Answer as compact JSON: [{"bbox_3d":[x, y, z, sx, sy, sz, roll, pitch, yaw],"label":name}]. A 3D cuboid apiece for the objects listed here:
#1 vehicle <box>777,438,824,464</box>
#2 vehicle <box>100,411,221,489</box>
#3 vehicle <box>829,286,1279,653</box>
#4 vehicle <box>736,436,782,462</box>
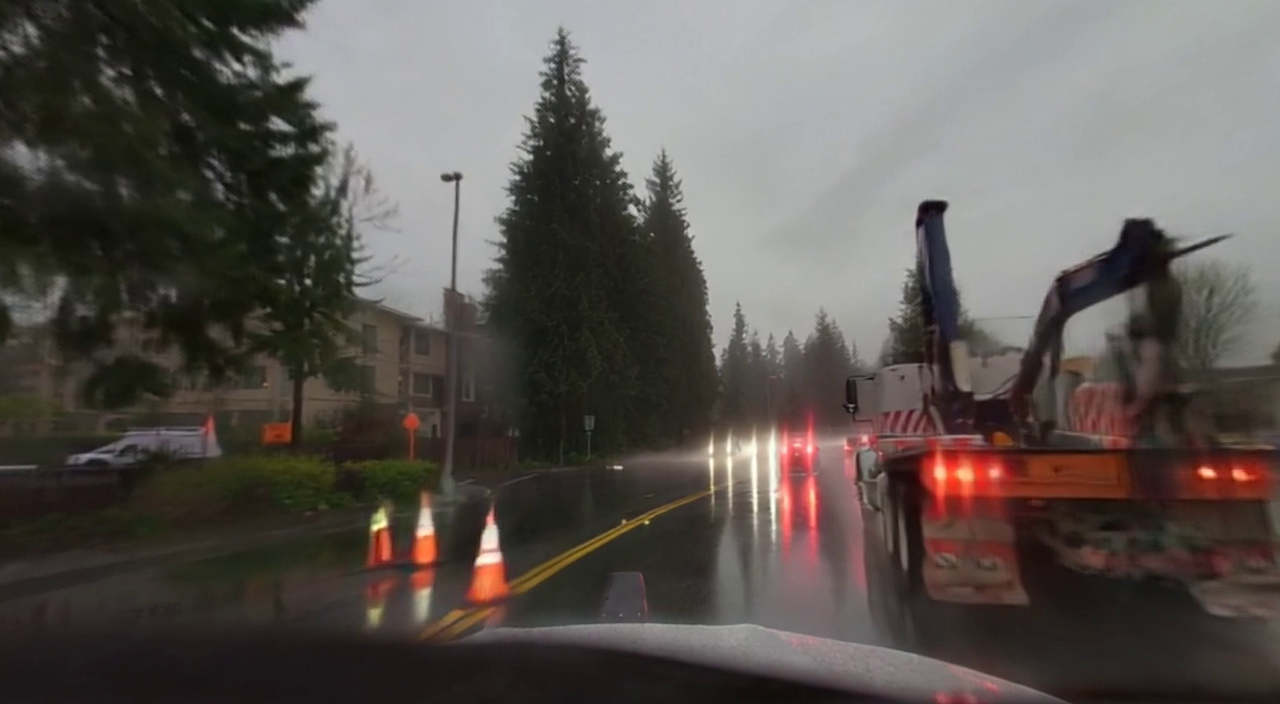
[{"bbox_3d":[10.393,6.463,41.265,1.716,1.583,3.770,1,-9,-6],"label":"vehicle"},{"bbox_3d":[-15.970,3.285,21.192,2.665,2.465,1.532,3,-8,-16],"label":"vehicle"},{"bbox_3d":[4.277,1.205,8.060,3.098,2.601,6.758,-2,-7,13],"label":"vehicle"},{"bbox_3d":[9.226,7.568,49.372,1.997,1.853,4.654,1,-9,-10],"label":"vehicle"}]
